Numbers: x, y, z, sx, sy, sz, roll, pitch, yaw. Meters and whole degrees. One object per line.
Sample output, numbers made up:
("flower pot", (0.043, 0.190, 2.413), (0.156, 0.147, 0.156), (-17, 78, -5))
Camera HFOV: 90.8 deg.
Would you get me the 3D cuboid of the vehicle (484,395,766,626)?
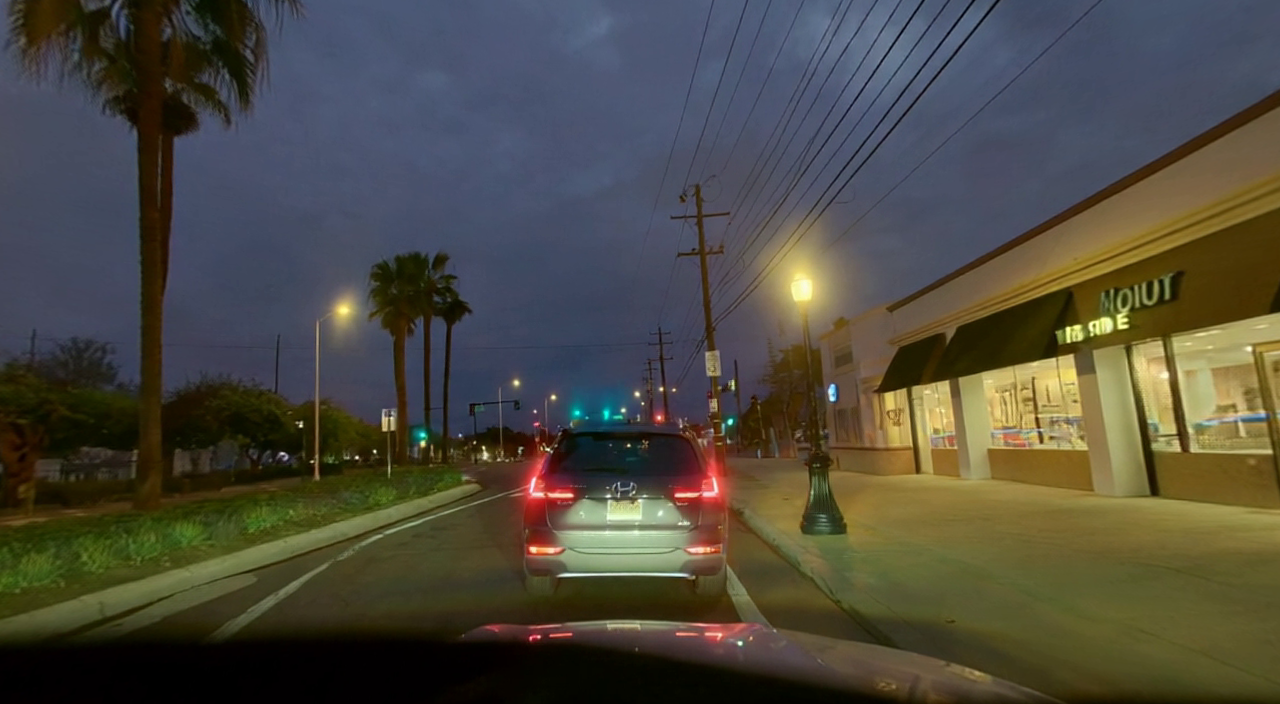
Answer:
("vehicle", (-0.196, 1.455, 6.684), (2.105, 1.702, 3.750), (0, -8, -3))
